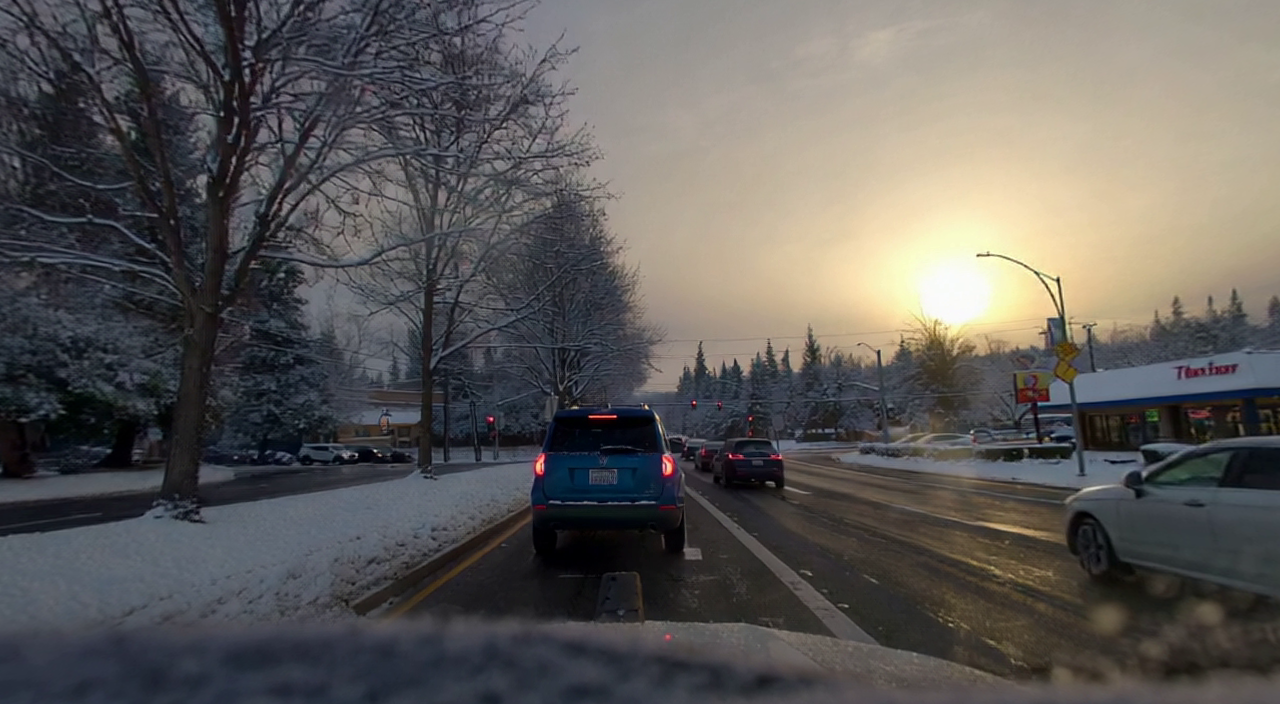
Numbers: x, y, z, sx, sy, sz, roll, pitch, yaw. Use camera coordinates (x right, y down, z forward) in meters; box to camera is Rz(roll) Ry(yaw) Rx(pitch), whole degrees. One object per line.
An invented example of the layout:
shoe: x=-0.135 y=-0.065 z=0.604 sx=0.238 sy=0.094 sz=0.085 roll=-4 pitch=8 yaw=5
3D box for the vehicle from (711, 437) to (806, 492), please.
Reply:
vehicle: x=3.691 y=3.612 z=20.707 sx=2.098 sy=1.555 sz=4.778 roll=0 pitch=-9 yaw=-1

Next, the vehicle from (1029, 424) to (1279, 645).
vehicle: x=5.300 y=1.300 z=4.702 sx=1.930 sy=1.478 sz=4.643 roll=0 pitch=-9 yaw=1

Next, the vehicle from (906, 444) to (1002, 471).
vehicle: x=17.201 y=5.776 z=34.767 sx=4.290 sy=1.427 sz=1.751 roll=0 pitch=-9 yaw=2

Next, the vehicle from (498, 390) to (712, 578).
vehicle: x=-0.303 y=1.646 z=8.639 sx=2.096 sy=1.837 sz=4.687 roll=0 pitch=-9 yaw=1
